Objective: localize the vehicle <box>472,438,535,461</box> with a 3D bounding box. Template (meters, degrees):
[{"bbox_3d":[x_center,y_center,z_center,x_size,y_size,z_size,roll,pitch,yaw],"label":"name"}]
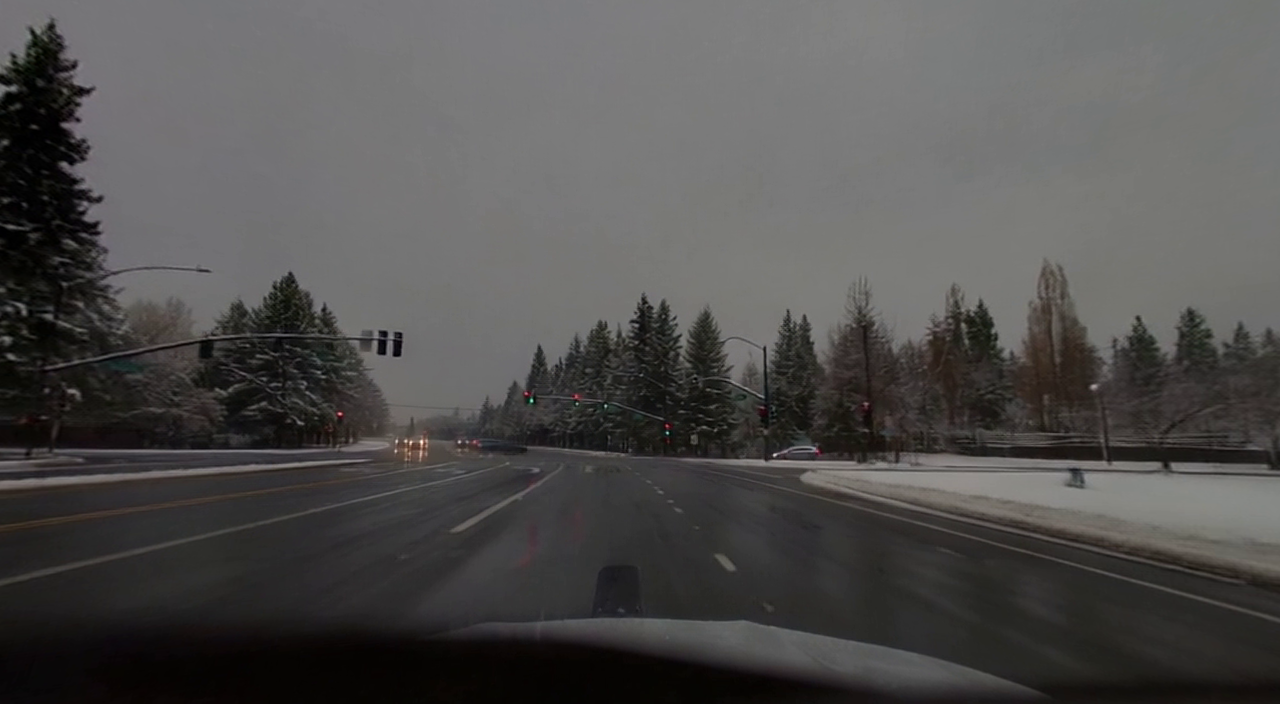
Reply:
[{"bbox_3d":[-10.494,7.467,48.569,4.605,1.665,1.888,2,-9,-14],"label":"vehicle"}]
